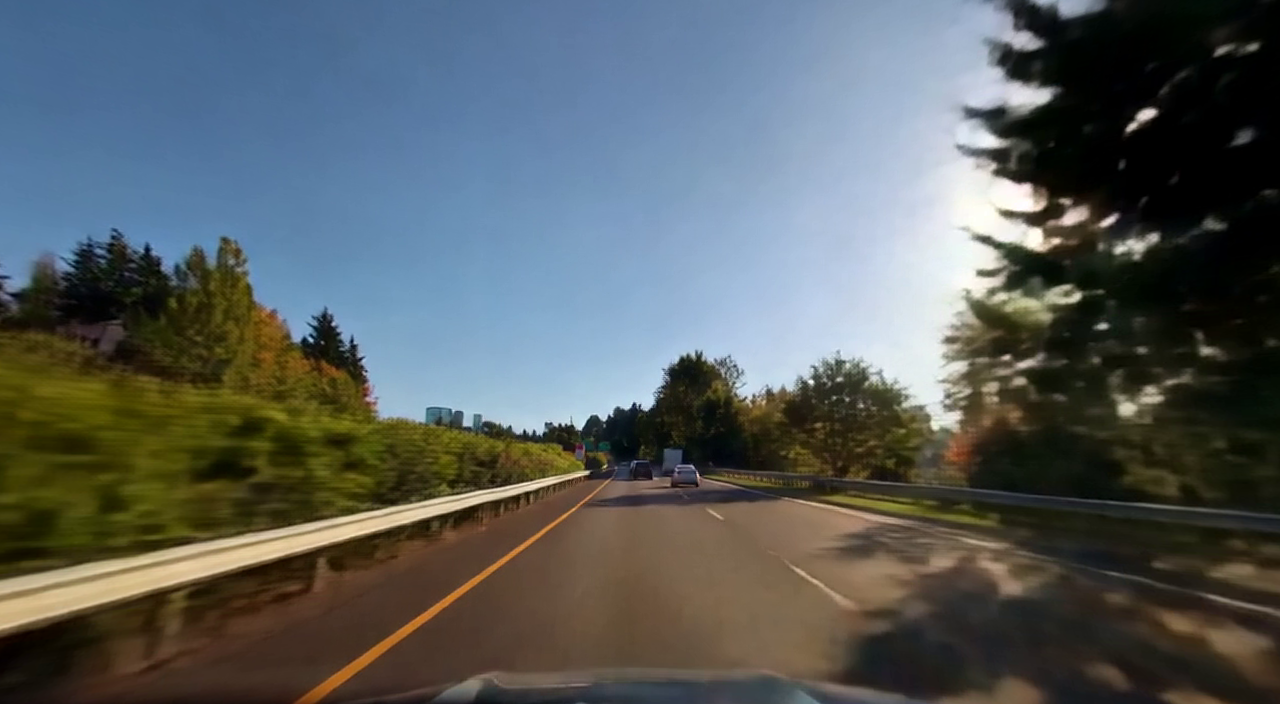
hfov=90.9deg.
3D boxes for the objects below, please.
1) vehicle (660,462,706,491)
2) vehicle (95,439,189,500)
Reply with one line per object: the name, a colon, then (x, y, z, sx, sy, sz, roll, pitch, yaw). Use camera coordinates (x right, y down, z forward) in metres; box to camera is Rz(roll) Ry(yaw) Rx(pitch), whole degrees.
vehicle: (2.272, 6.702, 34.064, 1.976, 1.467, 3.783, 1, -10, -3)
vehicle: (-35.781, 8.497, 45.589, 2.981, 4.038, 5.981, 4, -11, -17)
